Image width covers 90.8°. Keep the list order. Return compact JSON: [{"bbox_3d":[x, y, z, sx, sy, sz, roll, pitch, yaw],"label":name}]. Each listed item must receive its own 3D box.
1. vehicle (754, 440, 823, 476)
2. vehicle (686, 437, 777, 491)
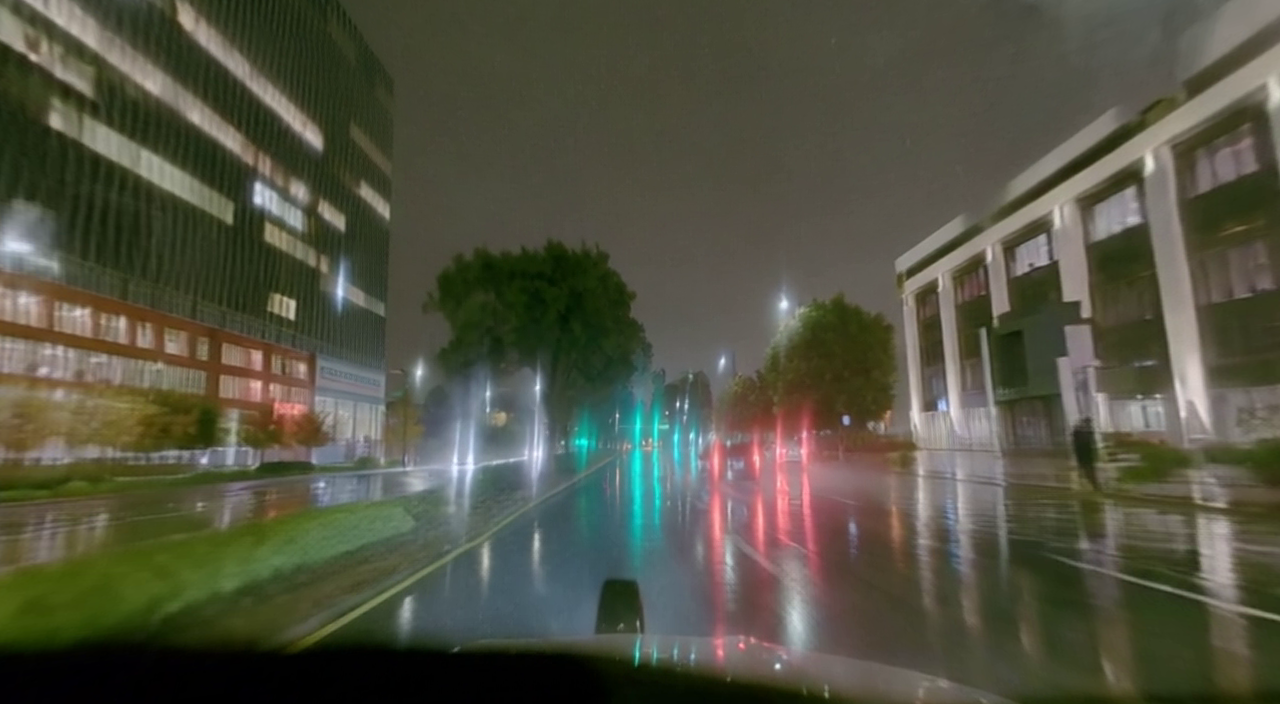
[{"bbox_3d":[6.370,4.575,27.608,1.912,1.411,4.380,0,-8,0],"label":"vehicle"},{"bbox_3d":[2.754,3.505,20.183,2.131,1.491,4.496,0,-8,-1],"label":"vehicle"}]
